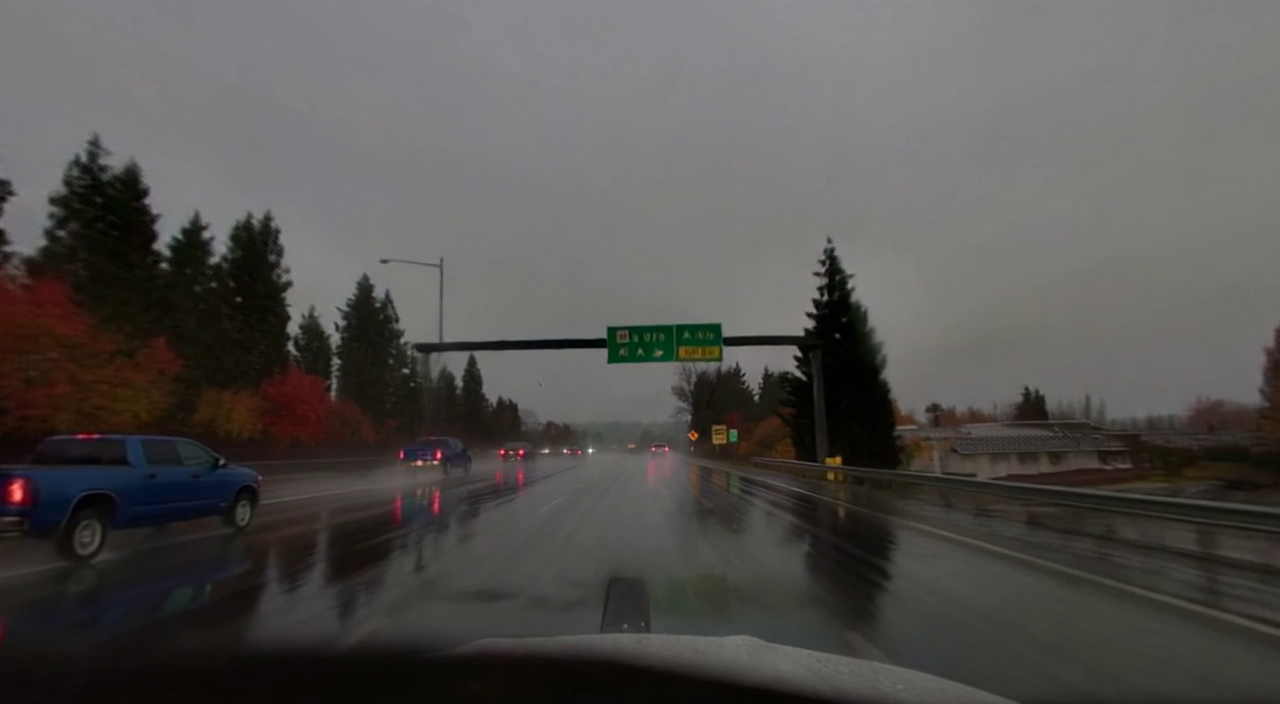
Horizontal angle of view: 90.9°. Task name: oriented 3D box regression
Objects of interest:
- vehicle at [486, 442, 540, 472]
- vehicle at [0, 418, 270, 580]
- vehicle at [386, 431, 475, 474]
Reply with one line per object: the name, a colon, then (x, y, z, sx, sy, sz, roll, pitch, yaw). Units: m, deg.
vehicle: (-6.739, 5.602, 33.958, 1.919, 1.499, 4.234, 0, -8, 1)
vehicle: (-7.221, 1.723, 8.140, 1.965, 1.567, 4.686, 0, -8, 1)
vehicle: (-10.464, 5.072, 32.095, 2.347, 1.984, 5.778, 0, -8, 2)
